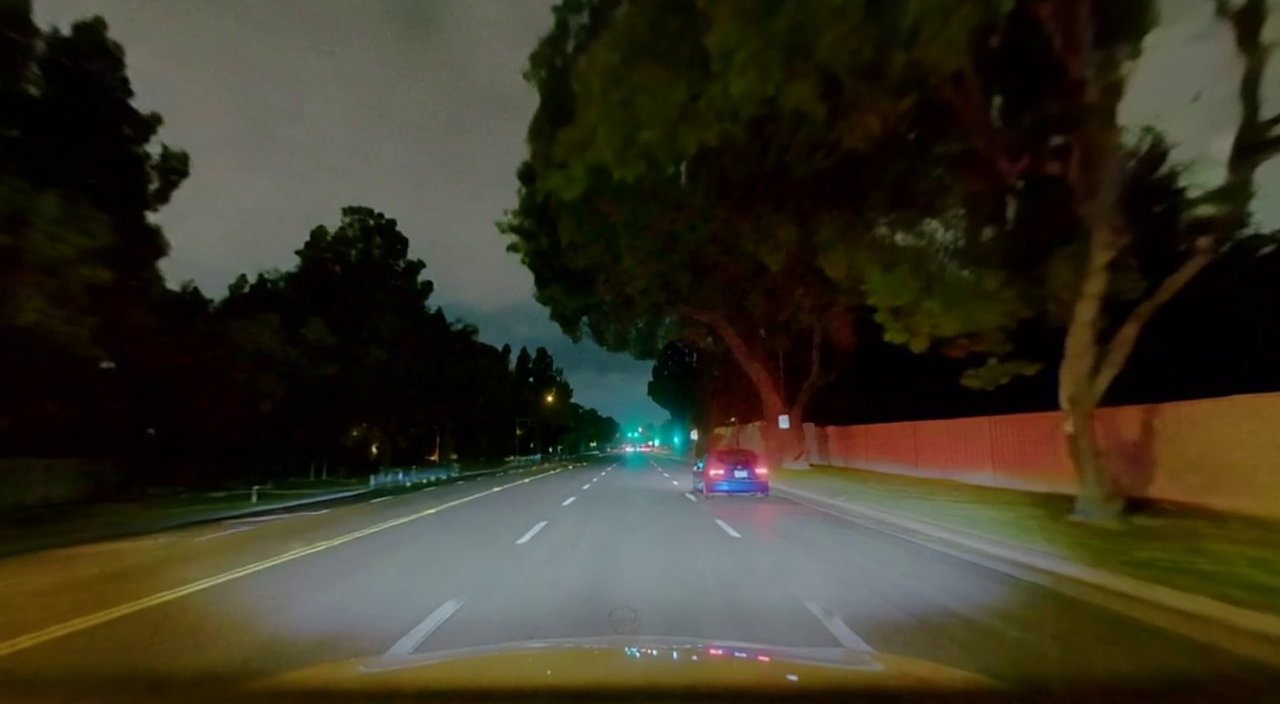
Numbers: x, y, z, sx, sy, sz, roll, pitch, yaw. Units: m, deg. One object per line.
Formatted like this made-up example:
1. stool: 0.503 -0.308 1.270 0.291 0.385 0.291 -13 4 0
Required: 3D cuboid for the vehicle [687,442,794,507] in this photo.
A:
1. vehicle: 2.444 3.110 16.547 1.991 1.476 4.153 0 -9 -2
